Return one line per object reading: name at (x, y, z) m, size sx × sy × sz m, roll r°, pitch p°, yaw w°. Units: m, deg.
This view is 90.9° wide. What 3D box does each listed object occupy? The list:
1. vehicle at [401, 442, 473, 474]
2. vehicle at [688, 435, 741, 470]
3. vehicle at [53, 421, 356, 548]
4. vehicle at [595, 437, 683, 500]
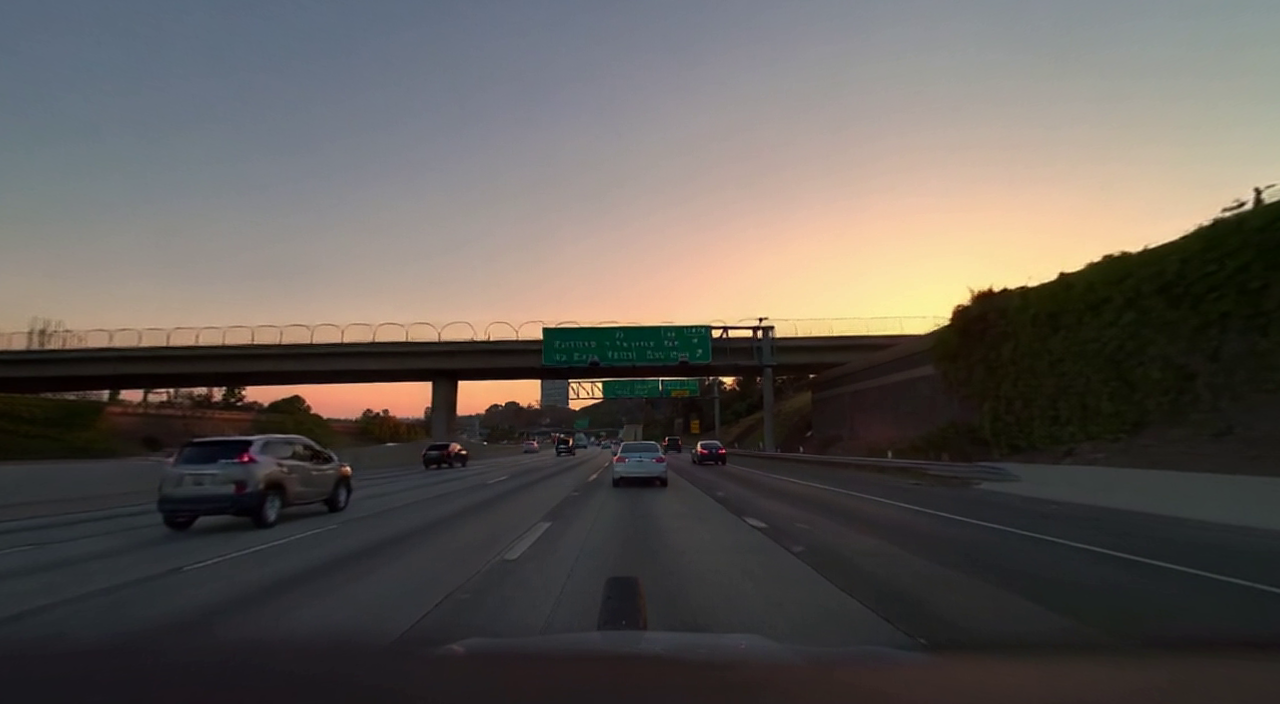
vehicle at (-10.327, 5.411, 32.541) m, size 2.019 × 1.510 × 4.992 m, roll 0°, pitch -8°, yaw 0°
vehicle at (3.870, 5.307, 33.581) m, size 2.100 × 1.707 × 4.342 m, roll 0°, pitch -8°, yaw -2°
vehicle at (-6.752, 2.074, 10.560) m, size 2.060 × 1.669 × 4.242 m, roll 0°, pitch -8°, yaw -1°
vehicle at (-0.064, 3.051, 16.954) m, size 2.042 × 1.446 × 4.269 m, roll 0°, pitch -8°, yaw -1°
